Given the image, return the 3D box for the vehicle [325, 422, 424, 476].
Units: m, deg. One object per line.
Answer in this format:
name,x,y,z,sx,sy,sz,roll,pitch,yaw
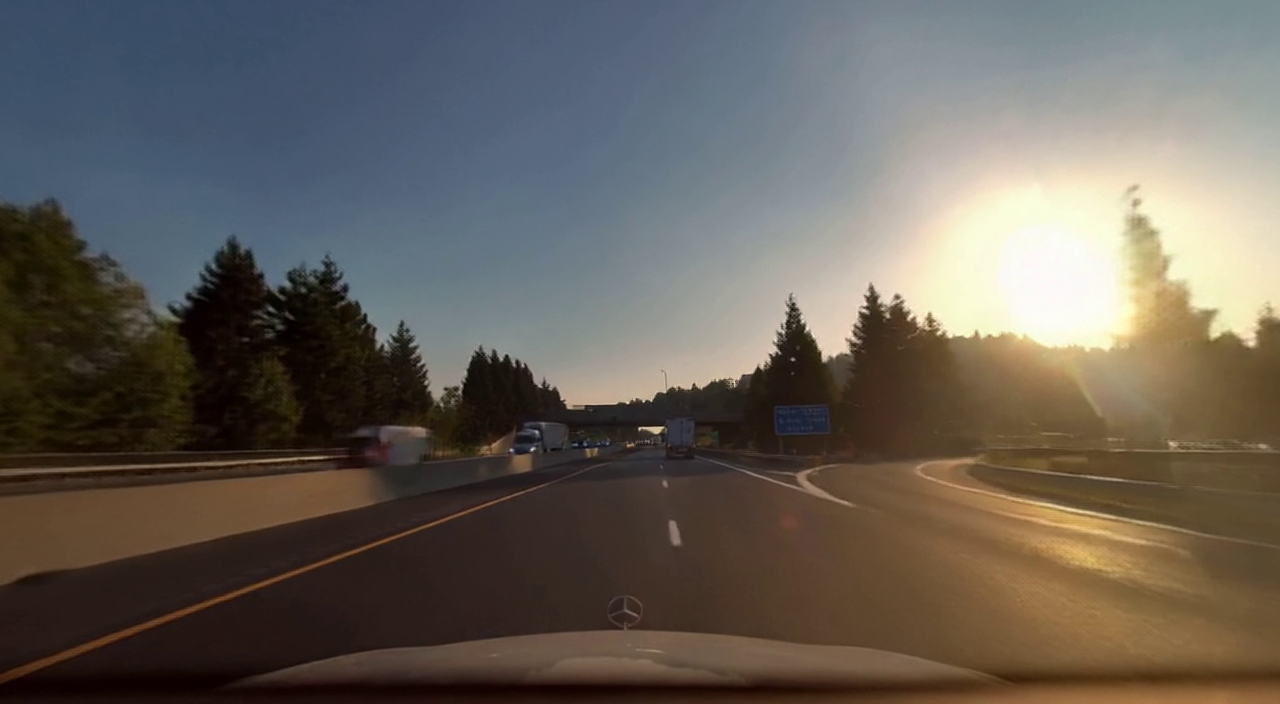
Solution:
vehicle,-13.424,4.998,32.426,2.317,2.481,5.878,-1,-9,3
